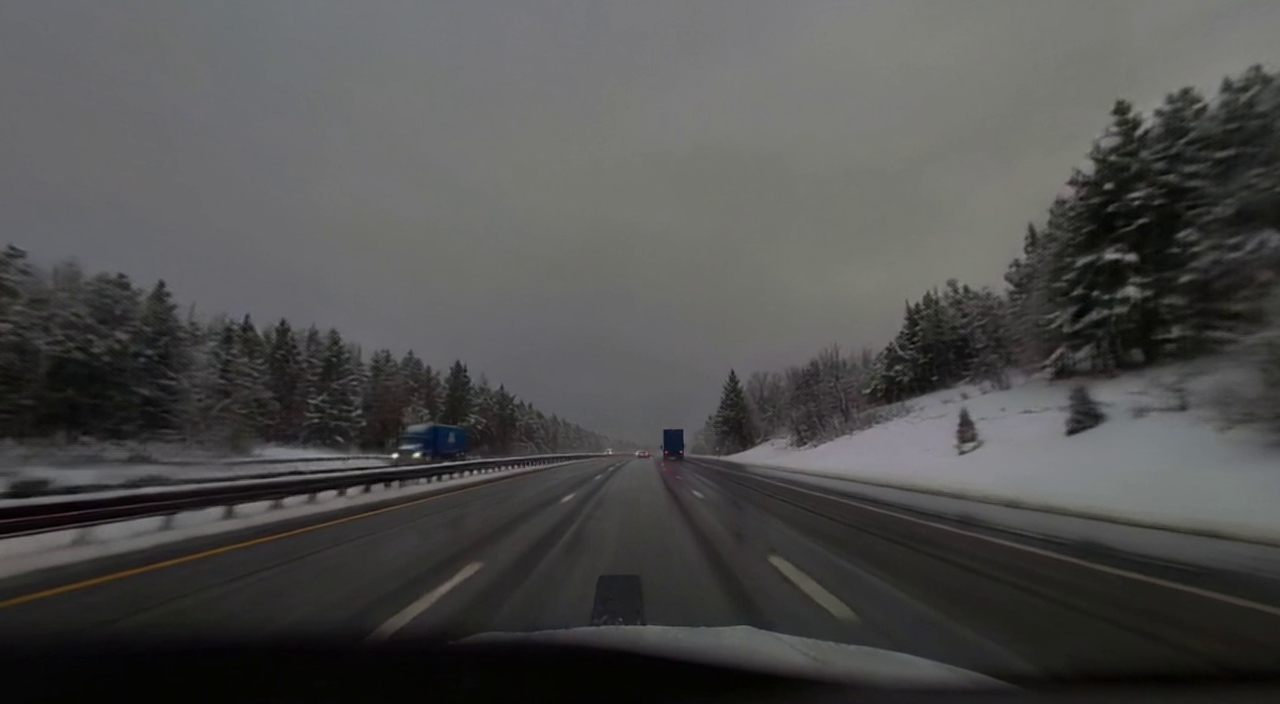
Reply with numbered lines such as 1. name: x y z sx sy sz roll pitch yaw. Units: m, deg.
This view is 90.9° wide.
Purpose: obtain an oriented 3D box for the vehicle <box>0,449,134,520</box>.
1. vehicle: -16.210 3.408 16.574 1.946 1.683 4.594 0 -9 0
